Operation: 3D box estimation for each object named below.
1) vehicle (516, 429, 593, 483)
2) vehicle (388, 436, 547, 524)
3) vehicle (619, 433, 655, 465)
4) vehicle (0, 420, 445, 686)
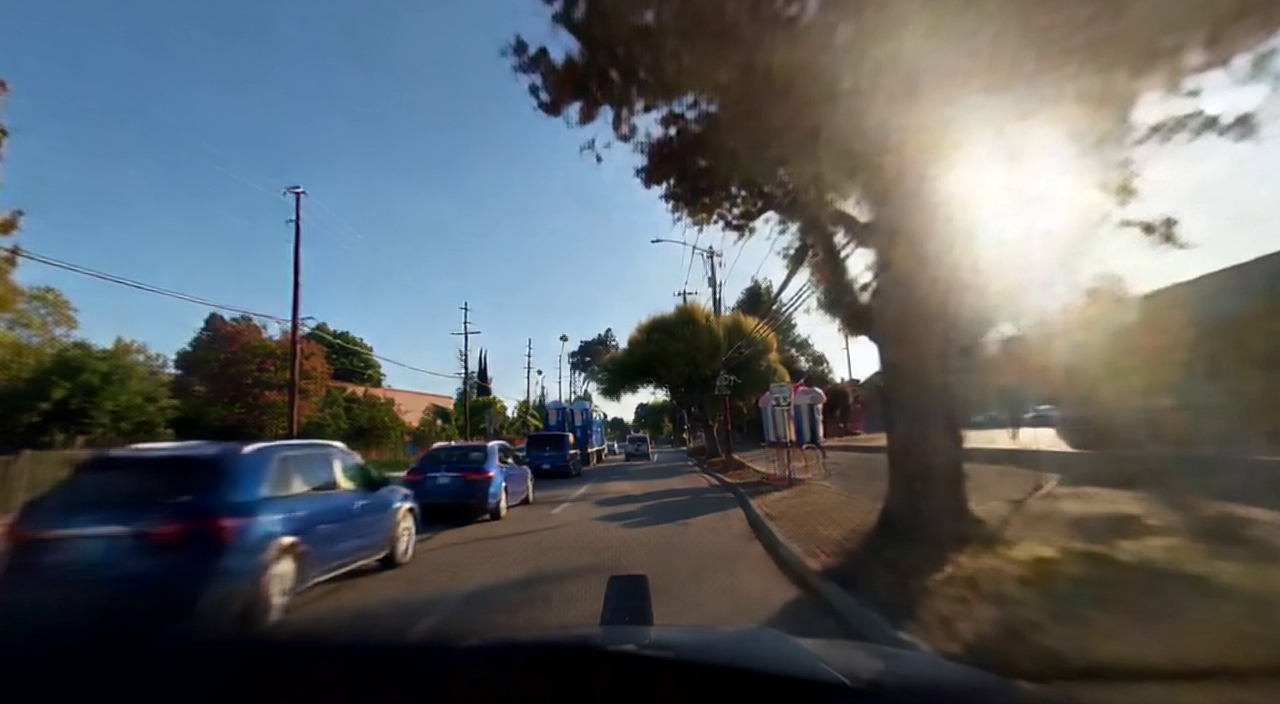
[{"bbox_3d":[-3.139,3.961,24.282,2.187,1.821,4.748,0,-8,2],"label":"vehicle"},{"bbox_3d":[-3.252,2.506,12.960,1.966,1.466,4.473,0,-8,0],"label":"vehicle"},{"bbox_3d":[-0.190,6.065,39.463,2.117,1.861,4.095,0,-8,0],"label":"vehicle"},{"bbox_3d":[-3.549,1.480,5.914,1.972,1.486,4.547,0,-8,0],"label":"vehicle"}]
